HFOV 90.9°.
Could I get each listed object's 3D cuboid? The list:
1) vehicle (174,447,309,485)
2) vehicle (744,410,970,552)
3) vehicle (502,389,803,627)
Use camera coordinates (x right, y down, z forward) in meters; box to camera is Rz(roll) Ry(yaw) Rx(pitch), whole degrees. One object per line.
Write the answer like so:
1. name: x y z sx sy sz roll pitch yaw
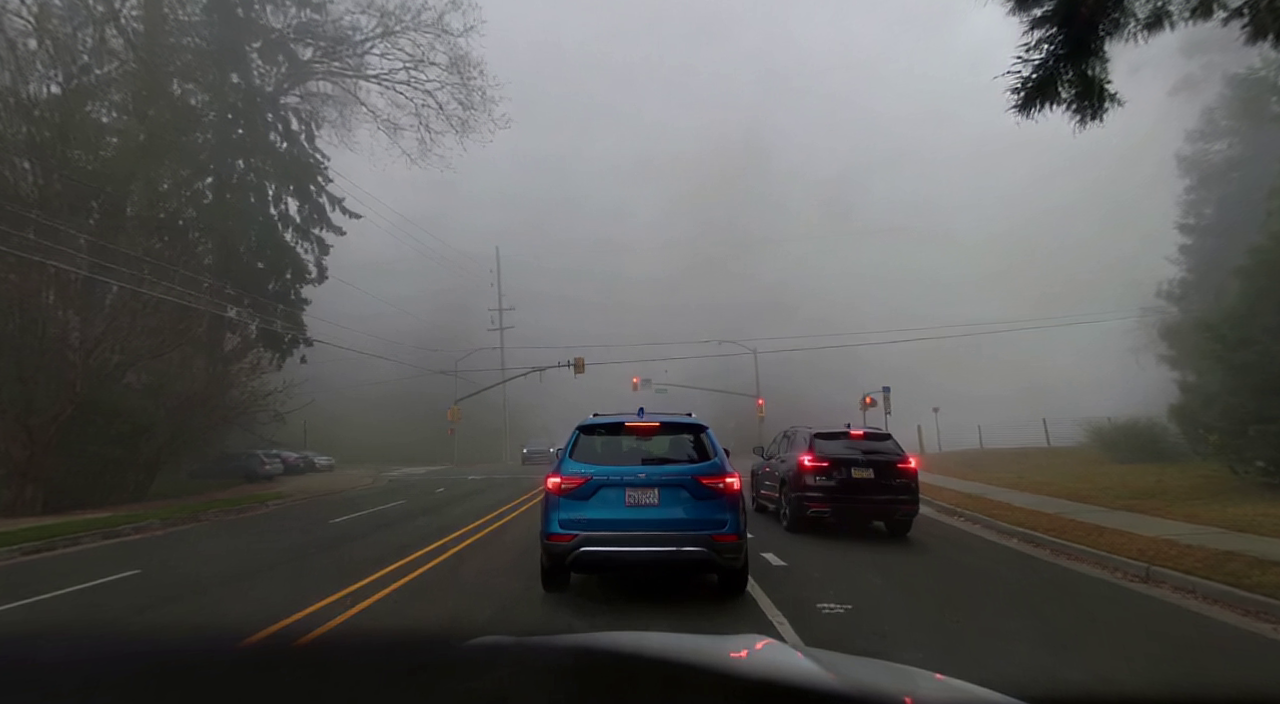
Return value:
1. vehicle: -16.153 4.632 25.715 4.245 1.446 1.827 0 -8 1
2. vehicle: 3.073 1.924 10.079 1.967 1.756 4.281 0 -8 -1
3. vehicle: 0.062 1.420 6.654 2.151 1.695 4.100 0 -8 -1
